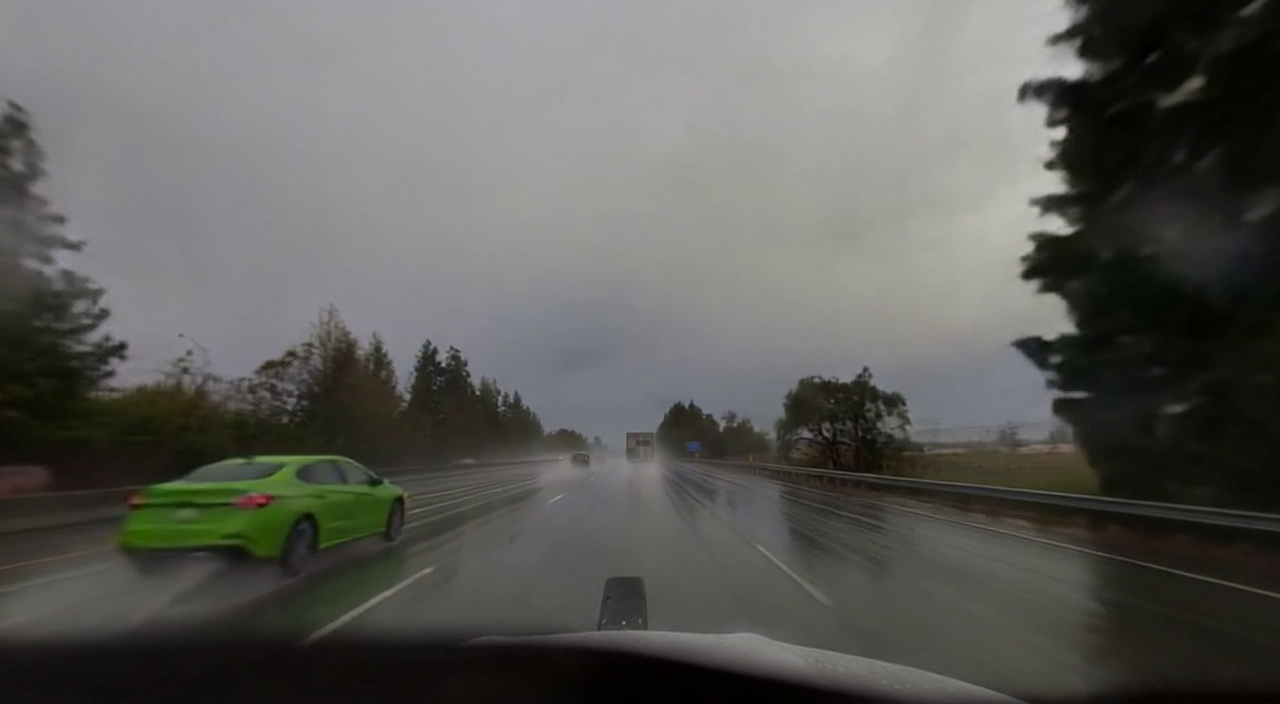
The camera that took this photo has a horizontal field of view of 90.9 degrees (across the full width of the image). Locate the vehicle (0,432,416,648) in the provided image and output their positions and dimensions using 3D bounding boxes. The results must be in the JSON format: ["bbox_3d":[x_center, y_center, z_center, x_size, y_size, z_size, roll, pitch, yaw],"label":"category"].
[{"bbox_3d":[-4.168,1.642,6.597,1.998,1.460,4.422,0,-9,0],"label":"vehicle"}]

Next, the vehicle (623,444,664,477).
[{"bbox_3d":[0.169,5.973,34.742,2.172,1.687,3.929,0,-9,0],"label":"vehicle"}]

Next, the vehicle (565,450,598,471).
[{"bbox_3d":[-4.309,8.093,47.072,2.031,1.482,4.248,0,-9,0],"label":"vehicle"}]
